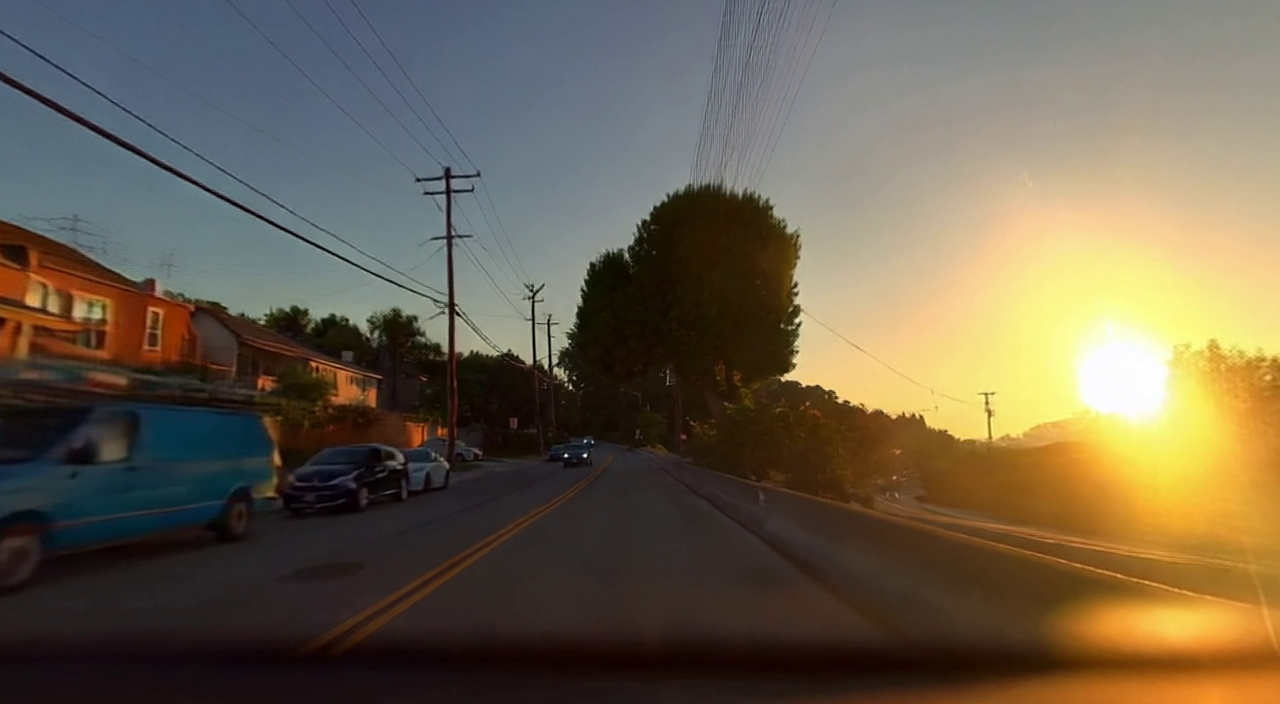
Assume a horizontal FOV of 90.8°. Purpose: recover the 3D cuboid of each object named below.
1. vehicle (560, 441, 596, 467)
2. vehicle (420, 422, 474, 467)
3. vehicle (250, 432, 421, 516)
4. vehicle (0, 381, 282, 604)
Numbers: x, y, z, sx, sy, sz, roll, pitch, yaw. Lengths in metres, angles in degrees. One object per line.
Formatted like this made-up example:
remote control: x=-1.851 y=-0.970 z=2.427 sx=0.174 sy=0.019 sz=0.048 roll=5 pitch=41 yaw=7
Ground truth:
vehicle: x=-4.234 y=7.085 z=44.036 sx=2.103 sy=1.690 sz=4.508 roll=0 pitch=-9 yaw=-1
vehicle: x=-12.040 y=5.845 z=39.896 sx=2.451 sy=2.641 sz=5.869 roll=1 pitch=-9 yaw=-9
vehicle: x=-7.276 y=2.984 z=15.736 sx=1.920 sy=1.681 sz=4.490 roll=3 pitch=-10 yaw=0
vehicle: x=-7.387 y=1.676 z=8.227 sx=2.335 sy=2.136 sz=5.328 roll=0 pitch=-8 yaw=-1
